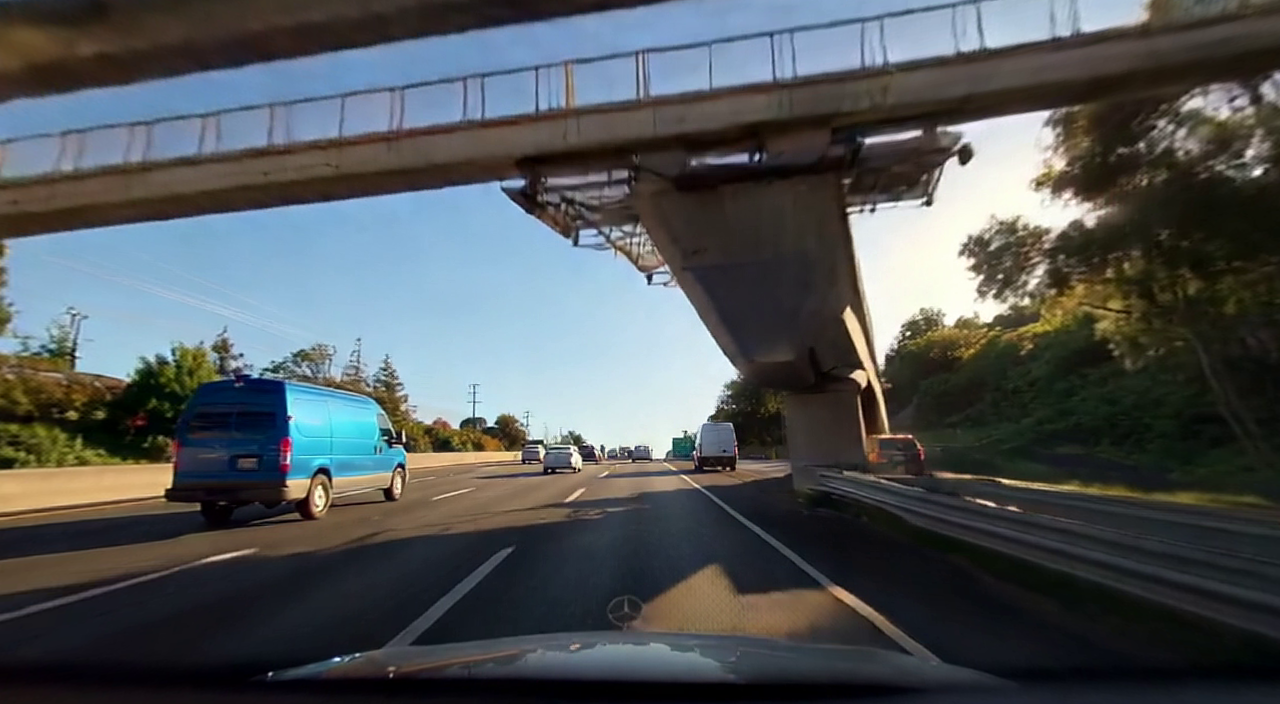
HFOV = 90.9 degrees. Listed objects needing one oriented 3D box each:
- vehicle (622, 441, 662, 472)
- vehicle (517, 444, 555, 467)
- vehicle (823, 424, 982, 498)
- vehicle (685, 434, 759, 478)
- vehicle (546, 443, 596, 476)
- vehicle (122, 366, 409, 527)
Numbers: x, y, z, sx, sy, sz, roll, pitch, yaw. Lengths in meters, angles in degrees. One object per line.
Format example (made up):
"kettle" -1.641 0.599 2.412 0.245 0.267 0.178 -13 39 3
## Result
"vehicle" 0.115 5.933 36.024 2.115 1.617 4.102 0 -8 0
"vehicle" -7.459 7.473 45.635 1.961 1.562 4.301 0 -8 1
"vehicle" 7.454 3.175 18.815 2.304 1.840 5.706 0 -8 0
"vehicle" 3.720 4.899 30.019 2.777 1.895 5.710 0 -8 0
"vehicle" -3.344 5.288 31.328 1.970 1.483 4.071 -1 -8 1
"vehicle" -7.527 2.062 13.961 2.336 2.708 6.421 0 -8 0
